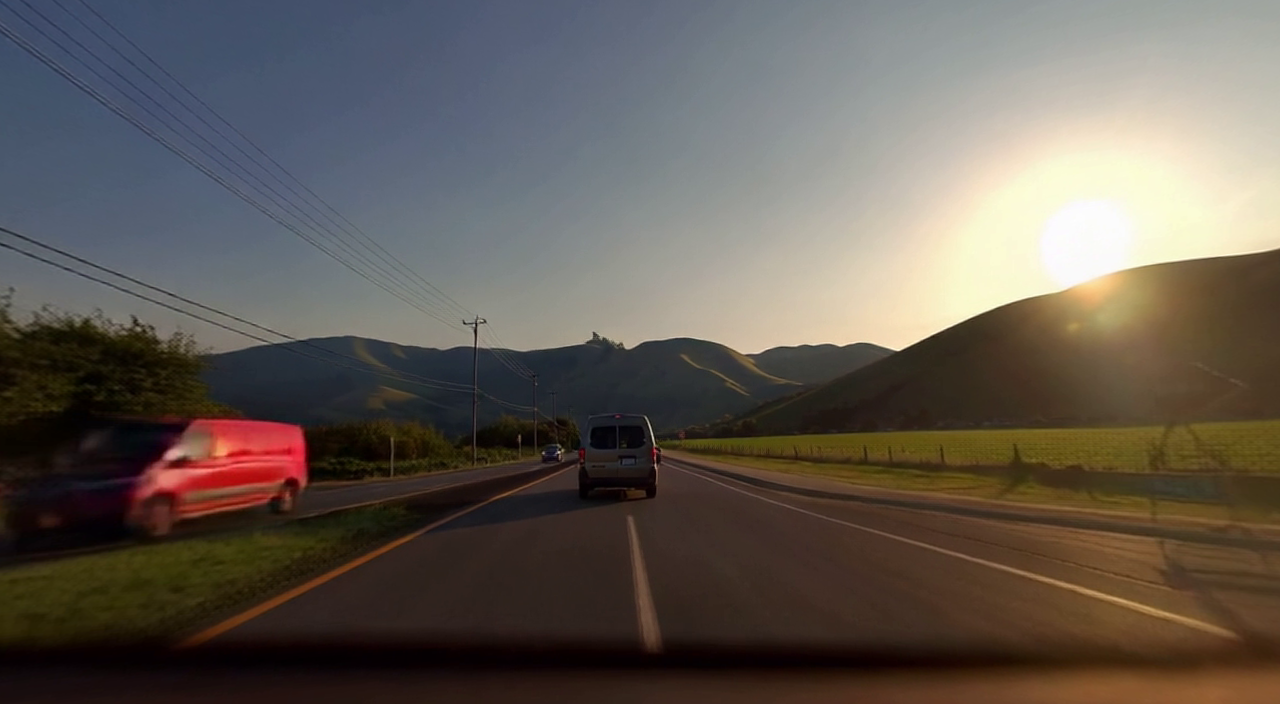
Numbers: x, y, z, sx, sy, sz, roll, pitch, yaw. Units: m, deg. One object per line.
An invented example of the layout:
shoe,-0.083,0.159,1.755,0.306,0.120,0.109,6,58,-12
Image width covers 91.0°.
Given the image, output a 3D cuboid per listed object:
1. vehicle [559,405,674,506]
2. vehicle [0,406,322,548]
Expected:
vehicle,-0.607,2.556,15.823,2.454,2.144,4.535,0,-8,-3
vehicle,-9.448,2.451,13.186,2.260,2.264,5.982,0,-8,2
